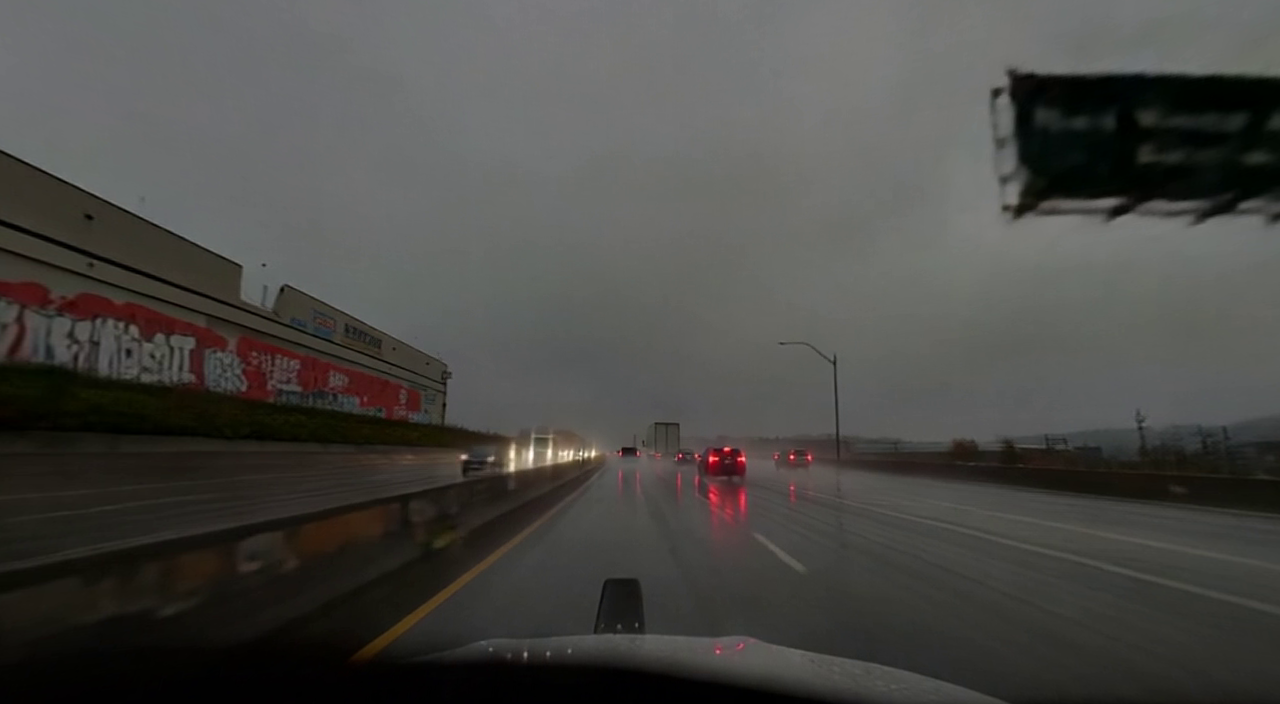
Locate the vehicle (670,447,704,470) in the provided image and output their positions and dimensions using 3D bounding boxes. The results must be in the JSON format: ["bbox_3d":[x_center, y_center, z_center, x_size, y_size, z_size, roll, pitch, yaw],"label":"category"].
[{"bbox_3d":[3.440,7.869,46.407,2.085,1.588,4.436,0,-9,-1],"label":"vehicle"}]

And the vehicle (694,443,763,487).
[{"bbox_3d":[3.465,4.527,25.480,2.045,1.605,4.674,0,-9,-1],"label":"vehicle"}]

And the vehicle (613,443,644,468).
[{"bbox_3d":[-0.867,7.729,46.767,2.169,1.753,4.151,0,-9,-1],"label":"vehicle"}]

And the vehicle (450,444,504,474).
[{"bbox_3d":[-8.771,5.773,34.111,1.896,1.492,4.099,0,-9,-1],"label":"vehicle"}]

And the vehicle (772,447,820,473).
[{"bbox_3d":[10.410,7.201,42.104,2.107,1.648,4.324,0,-9,1],"label":"vehicle"}]
